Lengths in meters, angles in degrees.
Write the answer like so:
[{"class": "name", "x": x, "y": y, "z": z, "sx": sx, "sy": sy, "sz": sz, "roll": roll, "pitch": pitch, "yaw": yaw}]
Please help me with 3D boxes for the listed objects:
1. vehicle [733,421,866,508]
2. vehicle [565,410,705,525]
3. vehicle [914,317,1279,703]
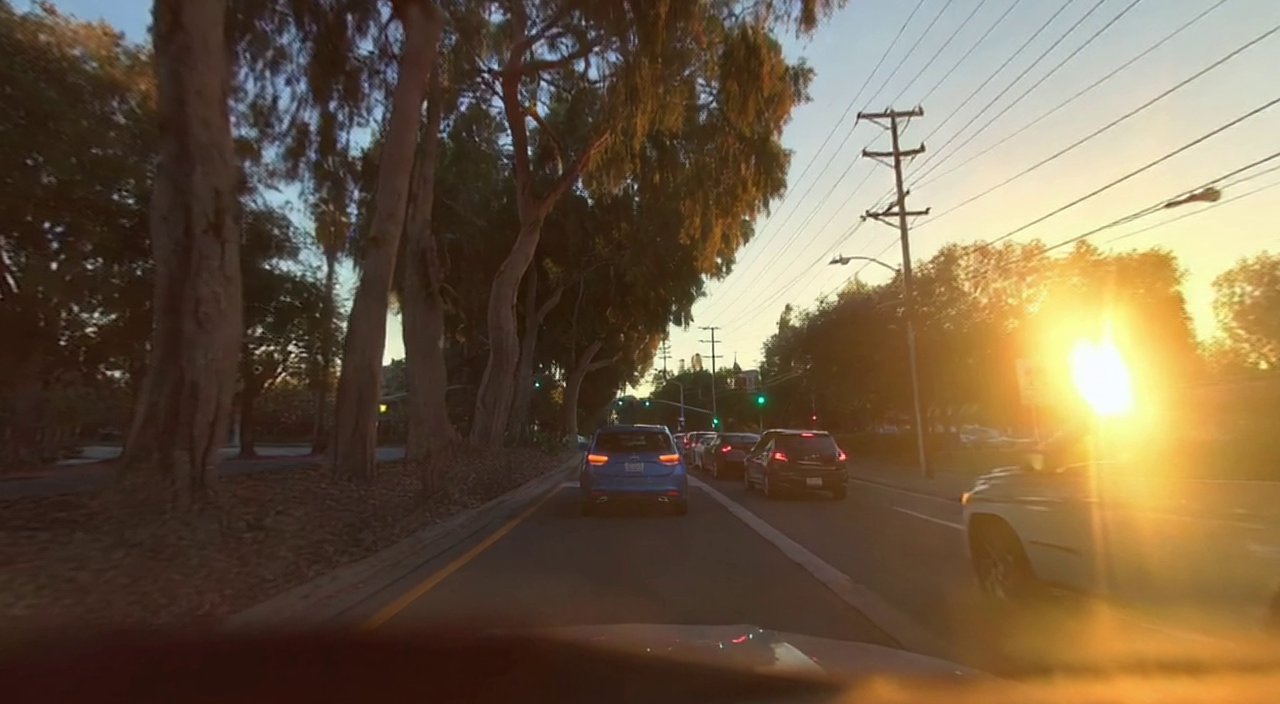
[{"class": "vehicle", "x": 3.380, "y": 2.465, "z": 14.181, "sx": 1.923, "sy": 1.653, "sz": 3.703, "roll": 0, "pitch": -8, "yaw": -1}, {"class": "vehicle", "x": -0.125, "y": 2.095, "z": 11.916, "sx": 2.163, "sy": 1.746, "sz": 4.073, "roll": 0, "pitch": -8, "yaw": -1}, {"class": "vehicle", "x": 3.813, "y": 0.893, "z": 3.496, "sx": 2.254, "sy": 1.840, "sz": 4.918, "roll": 0, "pitch": -8, "yaw": -1}]
